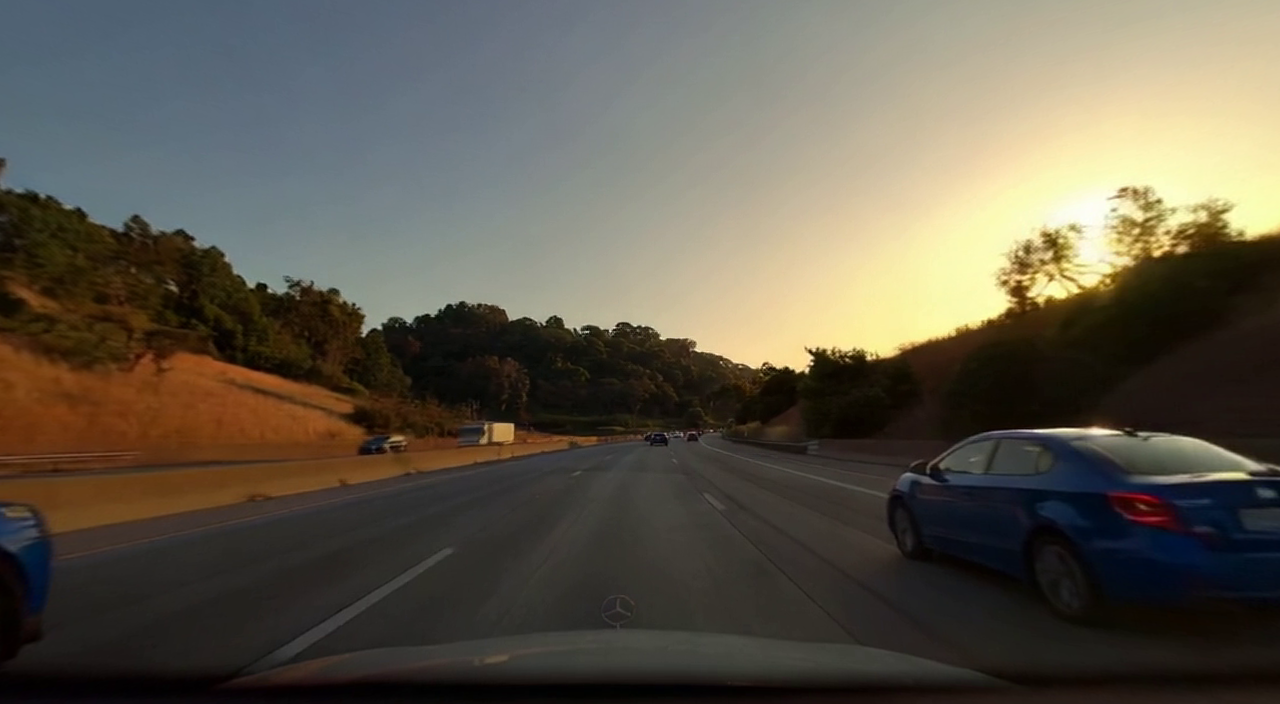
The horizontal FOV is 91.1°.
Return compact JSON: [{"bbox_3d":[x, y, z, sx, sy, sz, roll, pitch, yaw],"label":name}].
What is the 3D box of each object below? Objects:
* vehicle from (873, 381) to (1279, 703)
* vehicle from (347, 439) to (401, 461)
[{"bbox_3d":[3.564,1.123,4.591,1.982,1.452,4.294,0,-8,-2],"label":"vehicle"},{"bbox_3d":[-19.162,7.070,45.490,1.829,1.478,4.408,0,-8,3],"label":"vehicle"}]
